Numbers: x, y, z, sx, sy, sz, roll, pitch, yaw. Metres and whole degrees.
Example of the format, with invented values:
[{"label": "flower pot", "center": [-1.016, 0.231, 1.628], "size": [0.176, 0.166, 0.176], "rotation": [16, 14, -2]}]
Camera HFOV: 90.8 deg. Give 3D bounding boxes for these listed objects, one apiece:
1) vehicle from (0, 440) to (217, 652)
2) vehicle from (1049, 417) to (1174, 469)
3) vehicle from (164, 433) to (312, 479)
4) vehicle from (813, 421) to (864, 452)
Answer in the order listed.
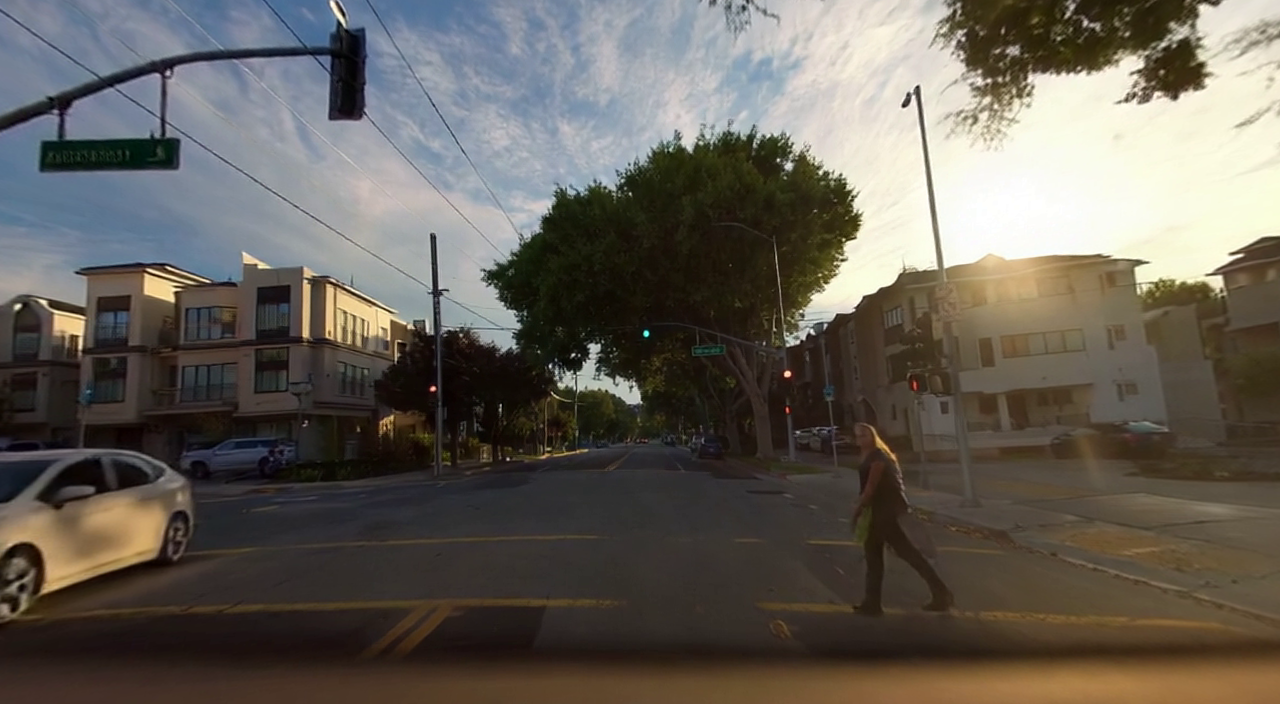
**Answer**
[{"label": "vehicle", "center": [-5.871, 1.665, 6.033], "size": [1.945, 1.424, 4.135], "rotation": [-3, -8, -17]}, {"label": "vehicle", "center": [17.109, 3.367, 23.227], "size": [2.013, 1.722, 4.007], "rotation": [-2, -9, 11]}, {"label": "vehicle", "center": [-19.039, 4.920, 30.142], "size": [5.468, 1.854, 2.283], "rotation": [-2, -8, -3]}, {"label": "vehicle", "center": [11.519, 4.981, 36.953], "size": [1.950, 1.714, 4.245], "rotation": [-1, -9, 5]}]
